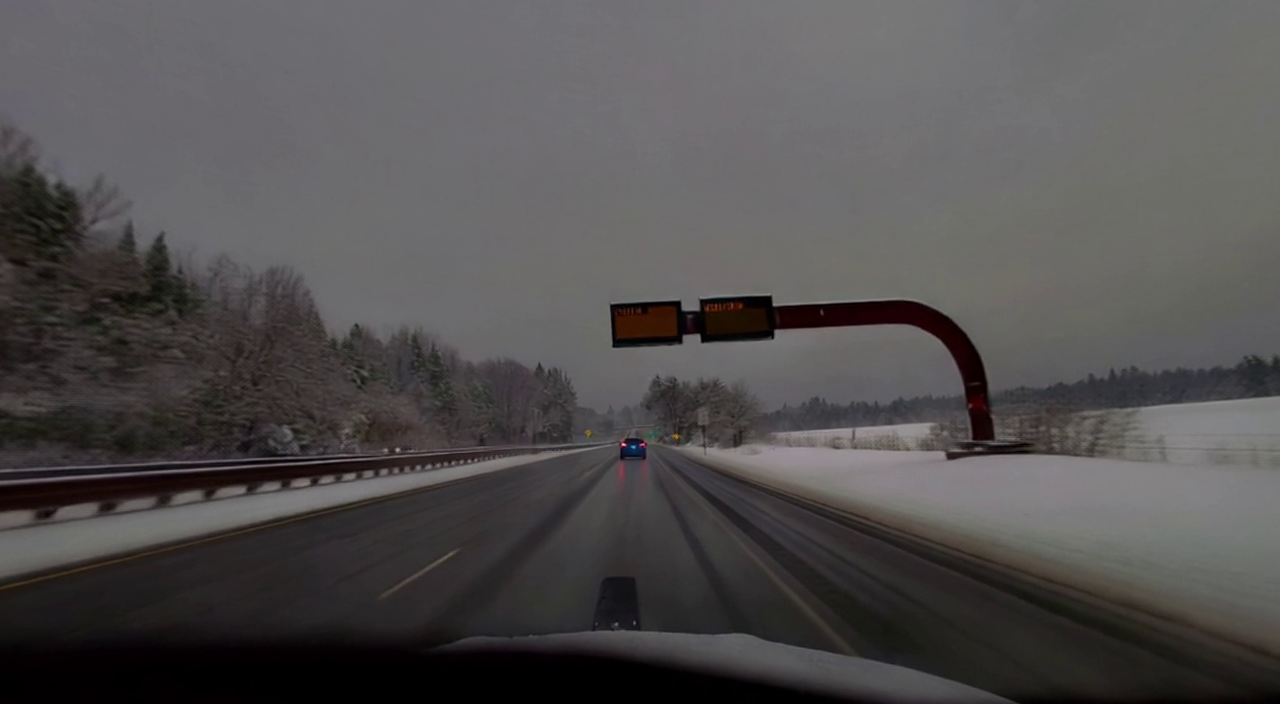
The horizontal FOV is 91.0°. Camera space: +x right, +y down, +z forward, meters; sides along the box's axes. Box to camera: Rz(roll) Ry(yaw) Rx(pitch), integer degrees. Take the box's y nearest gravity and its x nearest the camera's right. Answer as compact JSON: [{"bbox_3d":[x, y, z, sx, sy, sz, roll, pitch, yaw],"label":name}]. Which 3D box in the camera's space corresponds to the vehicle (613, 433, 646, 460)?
[{"bbox_3d":[-0.736,6.461,43.182,2.180,1.717,4.139,0,-8,-1],"label":"vehicle"}]
